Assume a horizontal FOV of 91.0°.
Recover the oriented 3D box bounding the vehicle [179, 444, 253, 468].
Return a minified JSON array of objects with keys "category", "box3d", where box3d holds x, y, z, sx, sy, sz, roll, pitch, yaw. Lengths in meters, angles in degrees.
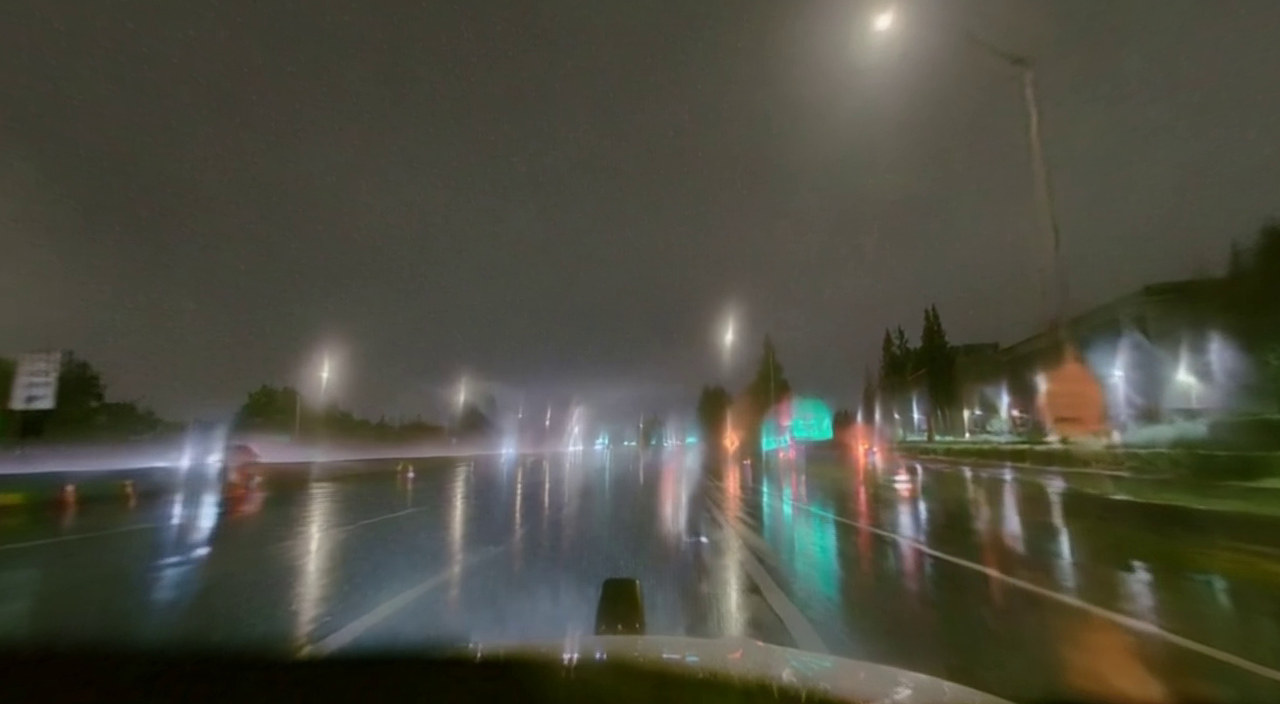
[{"category":"vehicle","box3d":[-29.473,7.226,43.938,1.881,1.526,4.429,0,-8,3]}]
